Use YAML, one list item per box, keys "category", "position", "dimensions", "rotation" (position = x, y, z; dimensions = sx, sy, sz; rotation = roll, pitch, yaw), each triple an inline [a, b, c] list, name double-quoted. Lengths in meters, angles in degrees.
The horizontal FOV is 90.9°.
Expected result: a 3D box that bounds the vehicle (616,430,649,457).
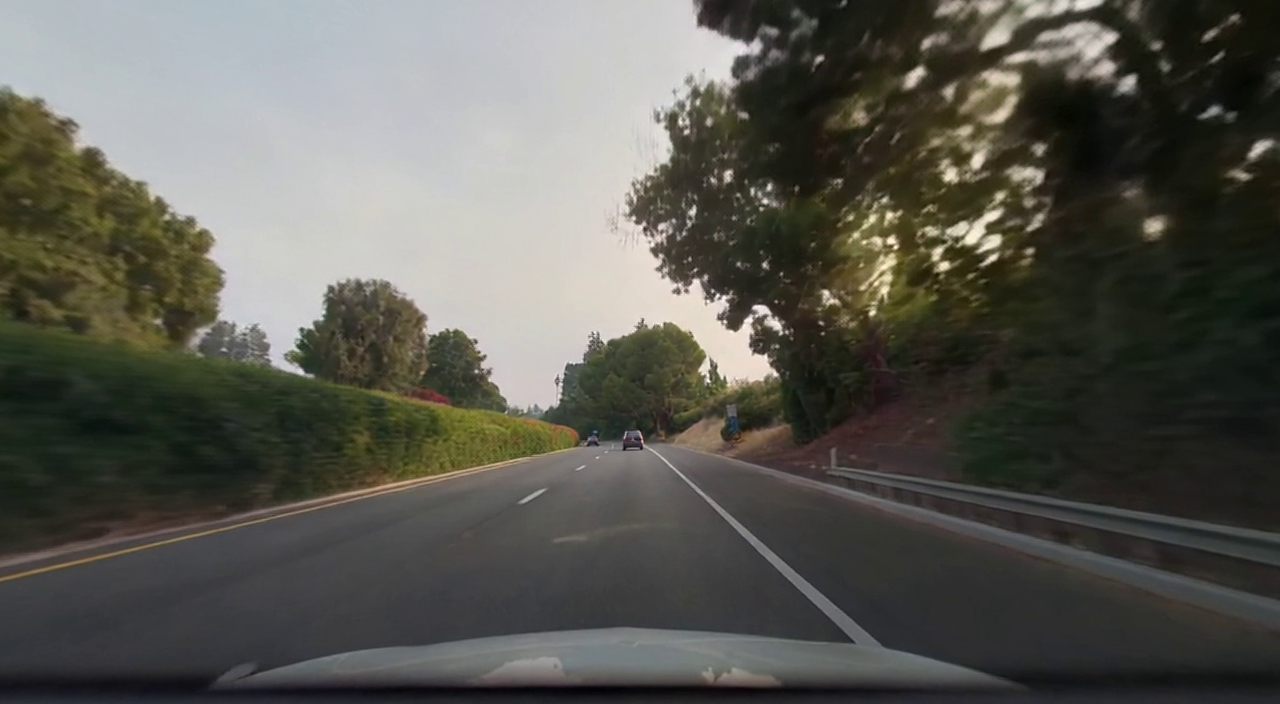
- category: "vehicle"
  position: [-0.481, 5.900, 40.773]
  dimensions: [2.041, 1.618, 3.898]
  rotation: [0, -8, -1]
